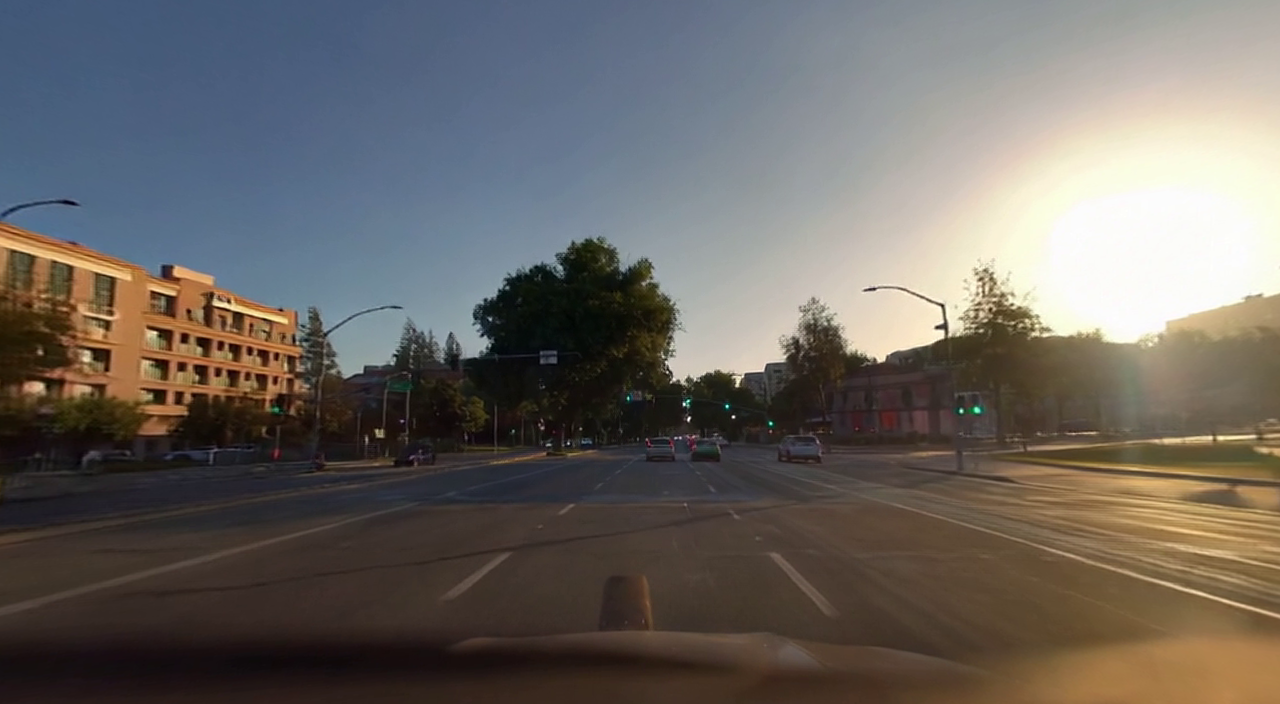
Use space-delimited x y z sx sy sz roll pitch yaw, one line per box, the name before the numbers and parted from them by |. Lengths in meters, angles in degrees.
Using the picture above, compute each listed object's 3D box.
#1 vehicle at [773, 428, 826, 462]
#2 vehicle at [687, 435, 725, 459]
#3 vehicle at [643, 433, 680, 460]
vehicle | 9.537 5.595 38.065 2.132 1.892 4.851 -1 -8 3
vehicle | 4.173 6.085 40.539 1.994 1.436 4.169 0 -9 0
vehicle | 1.300 5.723 38.064 2.099 1.516 4.681 0 -9 2
